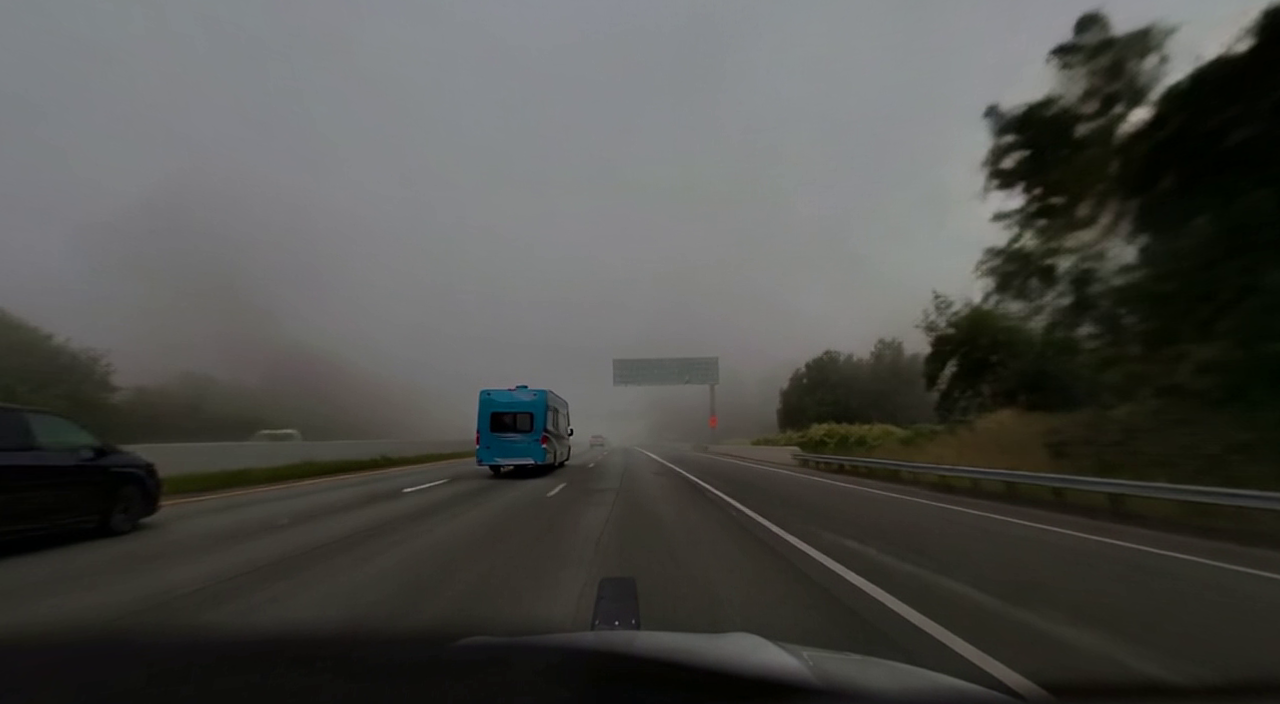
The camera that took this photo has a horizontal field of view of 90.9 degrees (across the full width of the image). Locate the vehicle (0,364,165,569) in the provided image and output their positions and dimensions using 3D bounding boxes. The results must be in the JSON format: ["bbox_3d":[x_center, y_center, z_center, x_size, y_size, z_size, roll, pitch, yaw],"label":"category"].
[{"bbox_3d":[-6.926,1.037,5.652,2.045,1.873,4.202,0,-8,-1],"label":"vehicle"}]

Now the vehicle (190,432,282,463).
[{"bbox_3d":[-20.028,4.745,31.445,1.803,1.433,4.234,0,-8,-1],"label":"vehicle"}]

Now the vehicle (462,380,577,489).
[{"bbox_3d":[-4.029,2.973,22.857,2.676,3.269,7.388,0,-7,0],"label":"vehicle"}]
